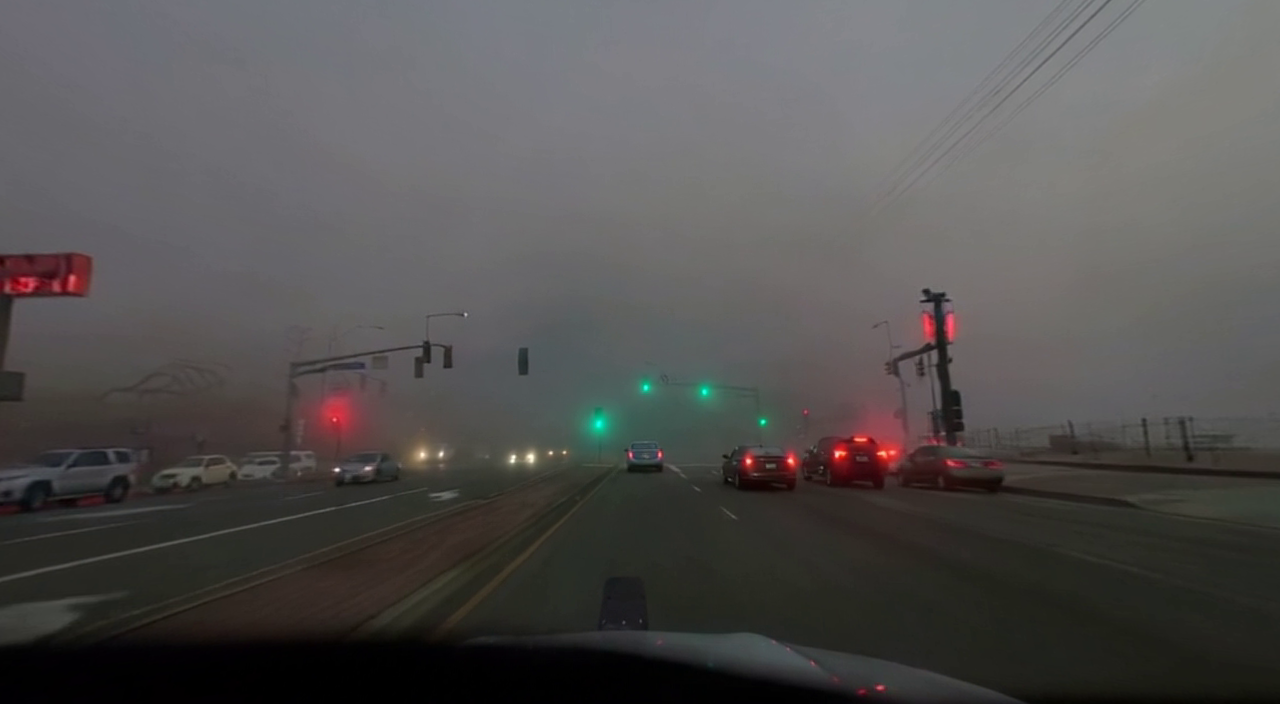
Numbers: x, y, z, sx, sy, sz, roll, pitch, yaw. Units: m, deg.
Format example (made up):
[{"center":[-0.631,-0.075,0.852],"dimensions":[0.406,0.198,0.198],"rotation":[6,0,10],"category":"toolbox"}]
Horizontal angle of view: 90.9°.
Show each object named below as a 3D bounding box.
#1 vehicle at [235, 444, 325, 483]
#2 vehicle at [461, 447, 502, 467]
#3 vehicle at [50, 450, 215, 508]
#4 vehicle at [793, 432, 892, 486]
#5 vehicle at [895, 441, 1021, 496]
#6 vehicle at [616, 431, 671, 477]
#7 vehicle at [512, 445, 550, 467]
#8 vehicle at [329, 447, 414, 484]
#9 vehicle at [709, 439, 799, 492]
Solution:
[{"center":[-18.905,5.988,33.432],"dimensions":[2.062,1.634,4.535],"rotation":[-2,-15,0],"category":"vehicle"},{"center":[-12.406,8.185,49.594],"dimensions":[1.887,1.453,4.696],"rotation":[0,-8,1],"category":"vehicle"},{"center":[-15.614,3.878,19.743],"dimensions":[1.798,1.541,4.002],"rotation":[0,-8,0],"category":"vehicle"},{"center":[7.152,3.821,22.788],"dimensions":[2.040,1.738,4.414],"rotation":[0,-8,-1],"category":"vehicle"},{"center":[10.377,3.788,21.068],"dimensions":[1.845,1.454,4.620],"rotation":[0,-6,0],"category":"vehicle"},{"center":[0.164,4.456,27.764],"dimensions":[2.210,1.861,4.280],"rotation":[0,-8,0],"category":"vehicle"},{"center":[-7.974,7.581,46.375],"dimensions":[2.102,1.496,4.465],"rotation":[0,-8,-1],"category":"vehicle"},{"center":[-12.082,5.112,28.694],"dimensions":[2.087,1.499,3.939],"rotation":[0,-8,0],"category":"vehicle"},{"center":[3.489,3.549,20.212],"dimensions":[1.963,1.484,4.609],"rotation":[0,-8,-1],"category":"vehicle"}]
